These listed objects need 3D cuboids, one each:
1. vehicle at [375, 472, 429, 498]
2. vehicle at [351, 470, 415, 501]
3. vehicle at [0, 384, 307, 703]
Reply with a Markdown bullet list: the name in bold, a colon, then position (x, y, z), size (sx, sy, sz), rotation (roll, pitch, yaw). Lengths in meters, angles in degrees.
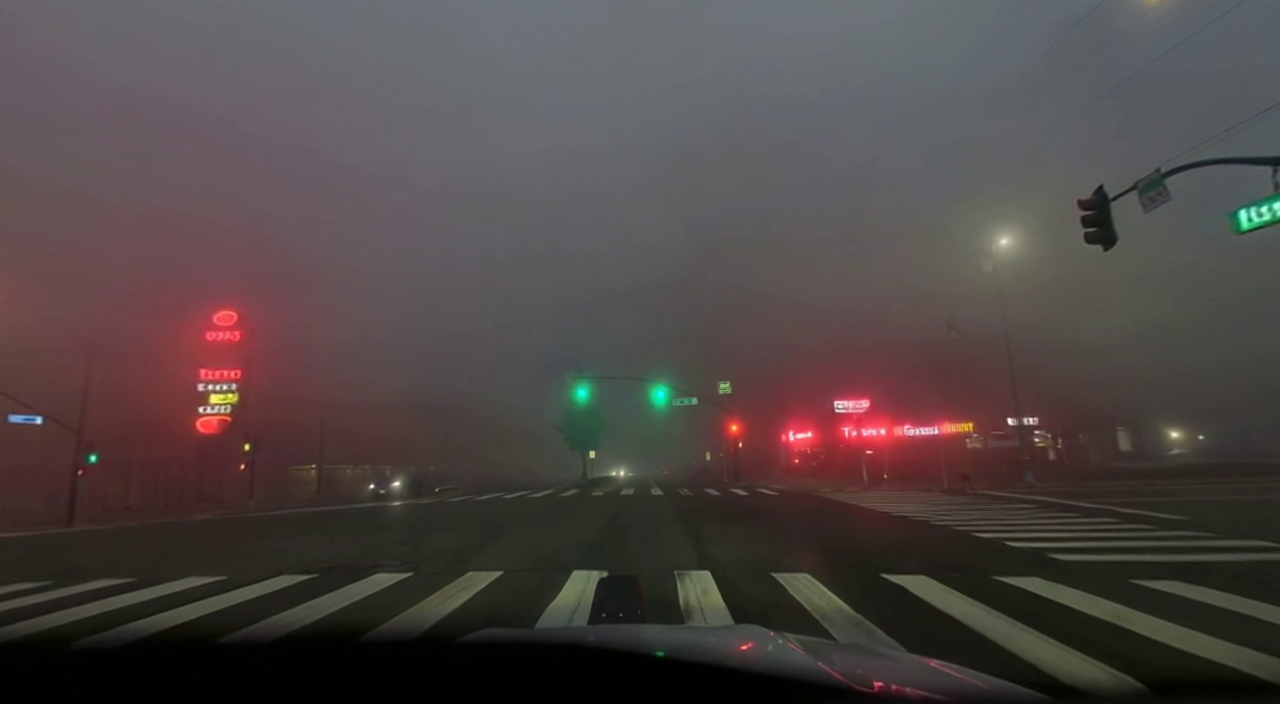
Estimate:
- **vehicle**: position (-15.775, 8.821, 42.016), size (1.931, 1.471, 4.152), rotation (0, -9, 1)
- **vehicle**: position (-19.270, 10.024, 47.569), size (2.227, 2.033, 5.614), rotation (0, -9, 2)
- **vehicle**: position (-3.394, 0.895, 1.952), size (2.081, 1.644, 4.523), rotation (0, -9, 2)
